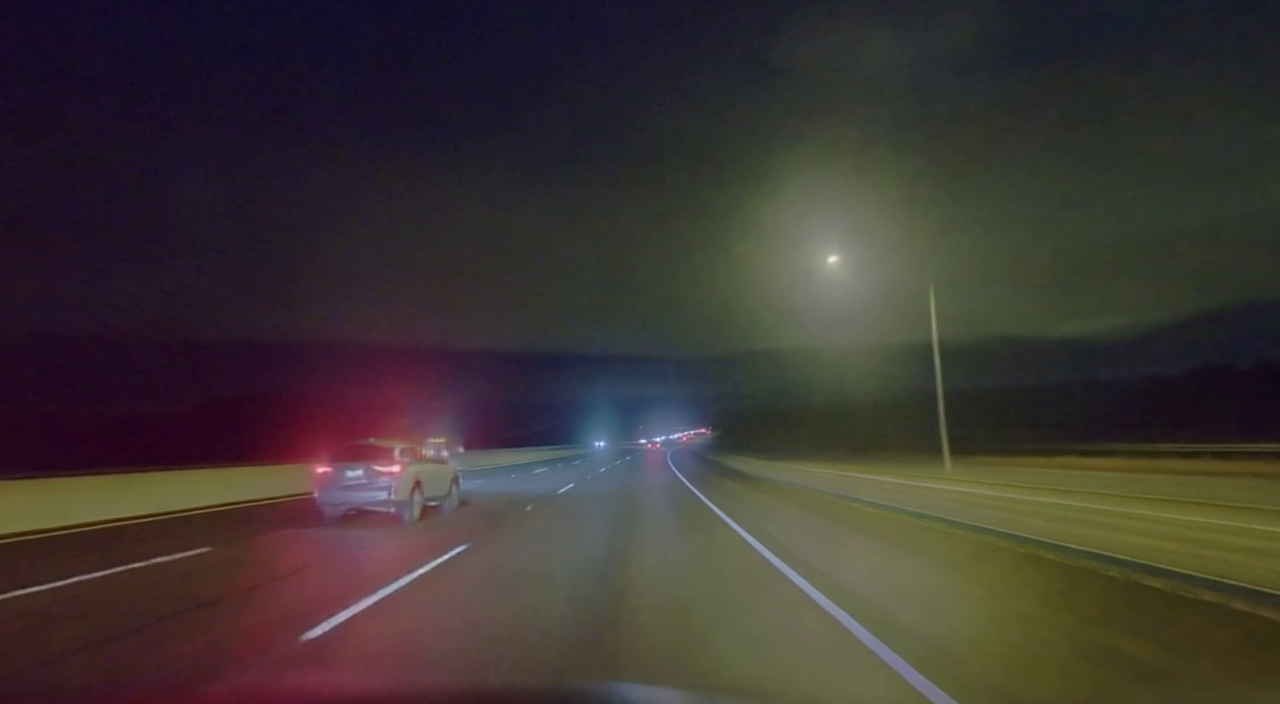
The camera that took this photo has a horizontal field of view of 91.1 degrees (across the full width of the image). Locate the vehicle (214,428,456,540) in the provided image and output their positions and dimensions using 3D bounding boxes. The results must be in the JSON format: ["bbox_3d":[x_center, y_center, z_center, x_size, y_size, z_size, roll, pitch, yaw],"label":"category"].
[{"bbox_3d":[-4.948,2.204,11.125,1.961,1.540,4.487,-1,-9,1],"label":"vehicle"}]
